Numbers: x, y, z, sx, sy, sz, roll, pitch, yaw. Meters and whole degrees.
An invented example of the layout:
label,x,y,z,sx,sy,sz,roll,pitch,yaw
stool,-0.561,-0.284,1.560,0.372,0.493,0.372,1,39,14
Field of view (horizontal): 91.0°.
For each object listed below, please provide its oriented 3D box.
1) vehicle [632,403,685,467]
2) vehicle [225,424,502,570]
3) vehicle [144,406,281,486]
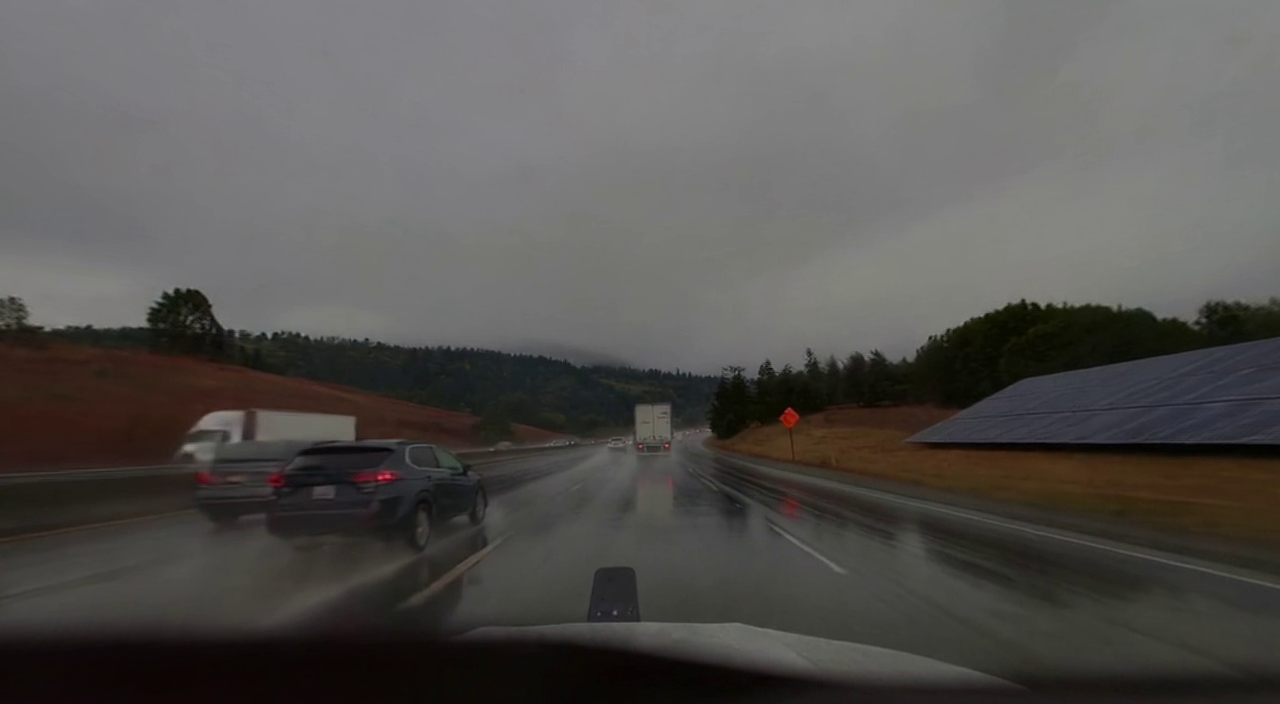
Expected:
label,x,y,z,sx,sy,sz,roll,pitch,yaw
vehicle,1.094,5.432,40.764,2.967,3.633,10.015,-1,-8,1
vehicle,-3.542,1.920,9.170,2.066,1.581,4.268,0,-8,0
vehicle,-22.683,5.037,33.891,2.926,3.855,6.060,-1,-8,1
